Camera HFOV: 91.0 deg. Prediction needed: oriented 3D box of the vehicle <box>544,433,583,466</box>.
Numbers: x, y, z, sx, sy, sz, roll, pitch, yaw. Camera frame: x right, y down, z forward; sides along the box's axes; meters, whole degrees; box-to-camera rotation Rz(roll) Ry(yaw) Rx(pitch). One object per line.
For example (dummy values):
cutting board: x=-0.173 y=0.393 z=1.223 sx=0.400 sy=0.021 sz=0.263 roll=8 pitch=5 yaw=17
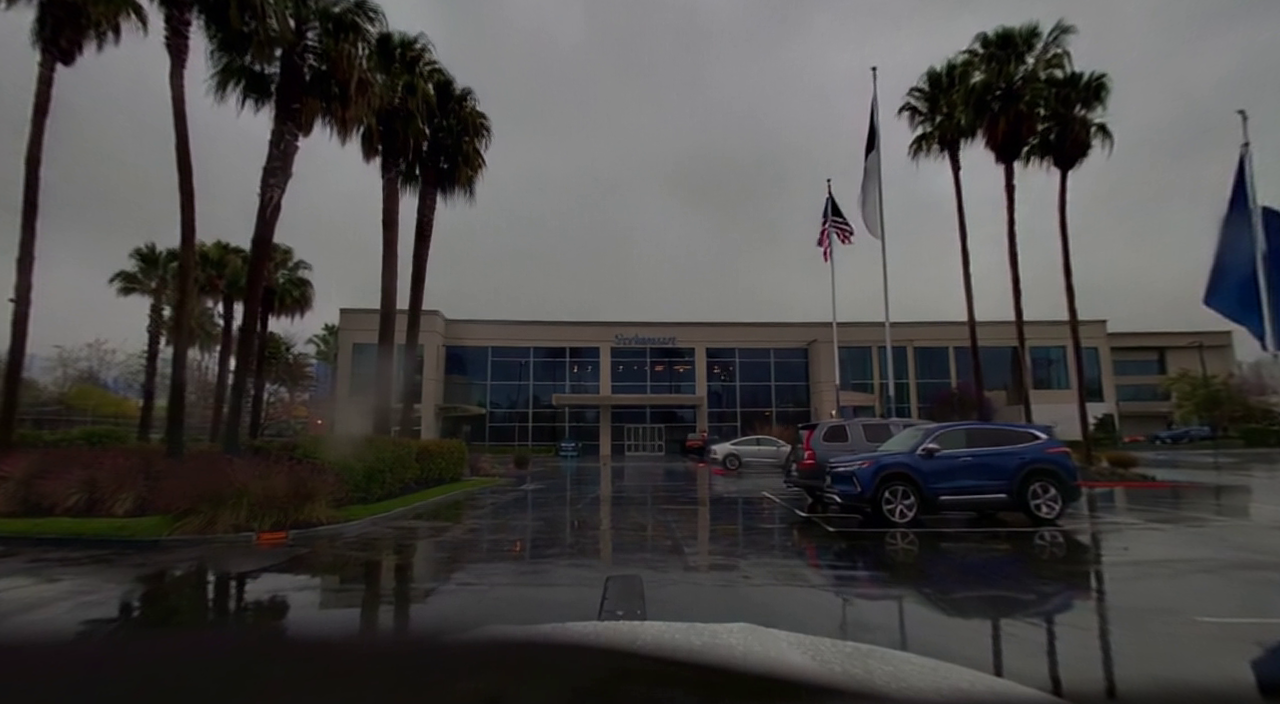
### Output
vehicle: x=-5.401 y=6.892 z=44.876 sx=1.943 sy=1.890 sz=4.472 roll=3 pitch=-4 yaw=3

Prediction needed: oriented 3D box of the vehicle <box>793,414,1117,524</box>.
vehicle: x=5.218 y=2.001 z=11.009 sx=4.567 sy=1.723 sz=1.926 roll=0 pitch=-8 yaw=2
